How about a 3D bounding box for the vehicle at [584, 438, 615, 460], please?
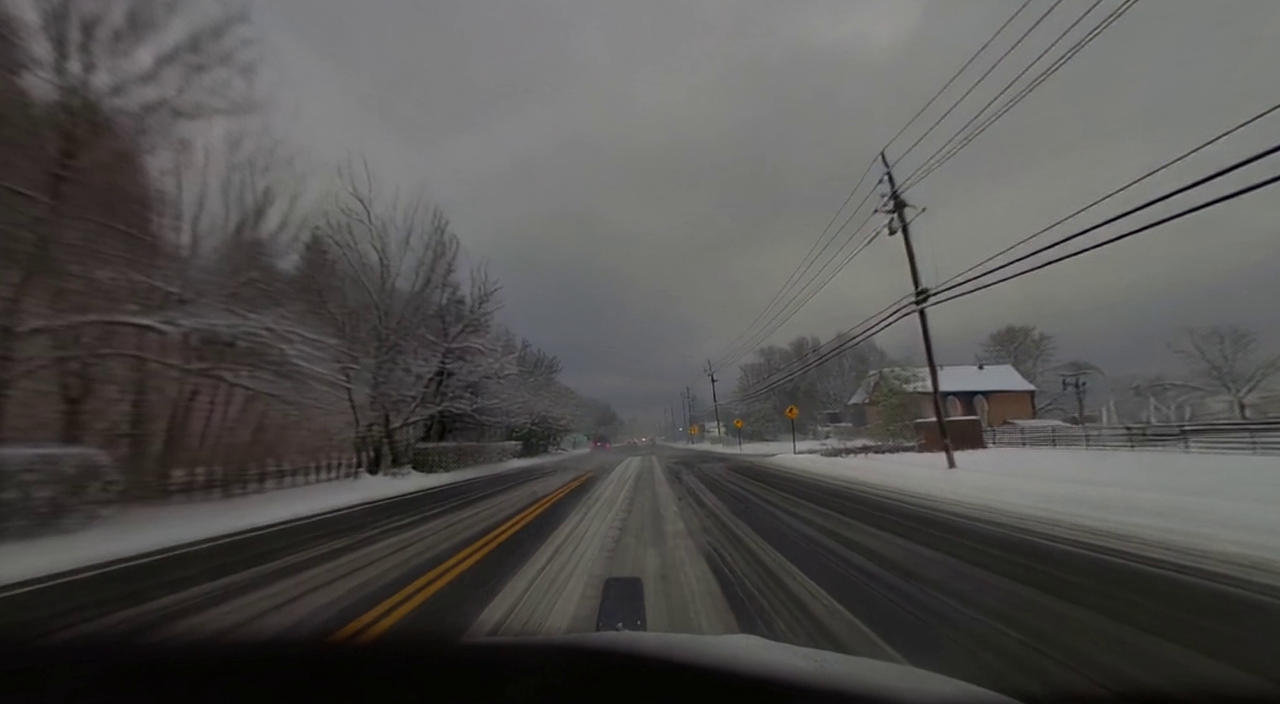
[{"bbox_3d":[-2.972,7.174,46.847,2.007,1.514,4.049,0,-8,1],"label":"vehicle"}]
